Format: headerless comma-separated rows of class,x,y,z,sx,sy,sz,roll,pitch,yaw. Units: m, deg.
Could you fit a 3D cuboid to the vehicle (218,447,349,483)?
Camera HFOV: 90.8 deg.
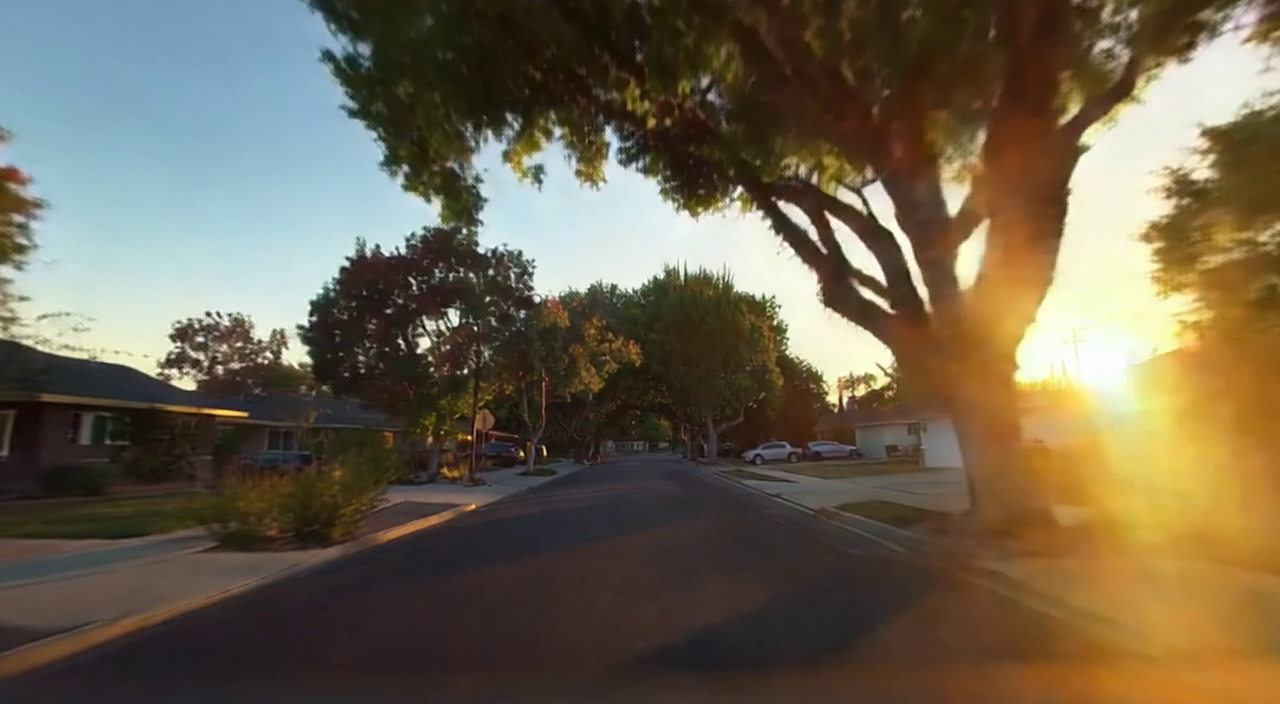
vehicle,-14.287,4.541,25.495,4.138,1.355,1.808,0,-9,0

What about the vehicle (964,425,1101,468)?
vehicle,16.444,3.982,26.633,4.495,1.724,1.943,0,-9,-4
